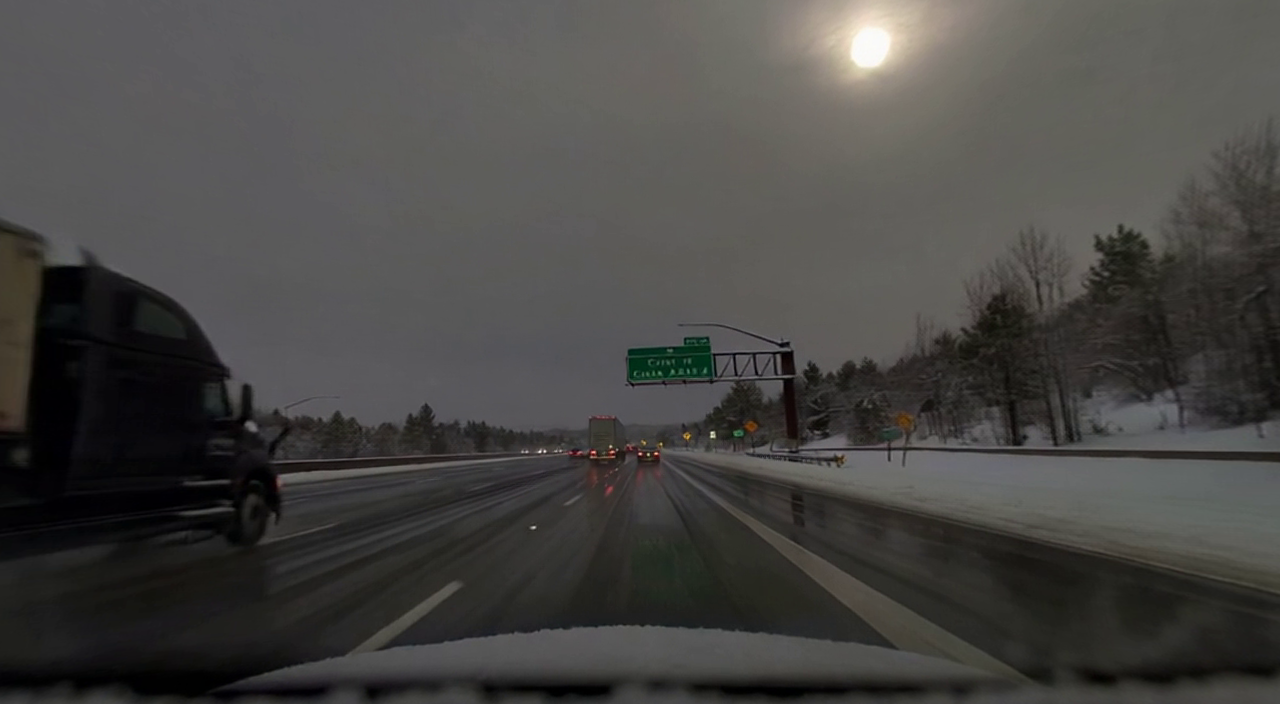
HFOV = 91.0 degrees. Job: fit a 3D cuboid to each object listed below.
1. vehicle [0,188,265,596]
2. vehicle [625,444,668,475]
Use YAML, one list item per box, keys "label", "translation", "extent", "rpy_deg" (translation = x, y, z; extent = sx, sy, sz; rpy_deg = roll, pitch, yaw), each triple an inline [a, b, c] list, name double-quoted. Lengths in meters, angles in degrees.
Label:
- label: "vehicle"
  translation: [-7.588, 0.127, 4.282]
  extent: [3.067, 3.804, 11.136]
  rpy_deg: [0, -9, 1]
- label: "vehicle"
  translation: [0.284, 5.593, 32.934]
  extent: [2.066, 1.469, 4.050]
  rpy_deg: [0, -9, -1]
